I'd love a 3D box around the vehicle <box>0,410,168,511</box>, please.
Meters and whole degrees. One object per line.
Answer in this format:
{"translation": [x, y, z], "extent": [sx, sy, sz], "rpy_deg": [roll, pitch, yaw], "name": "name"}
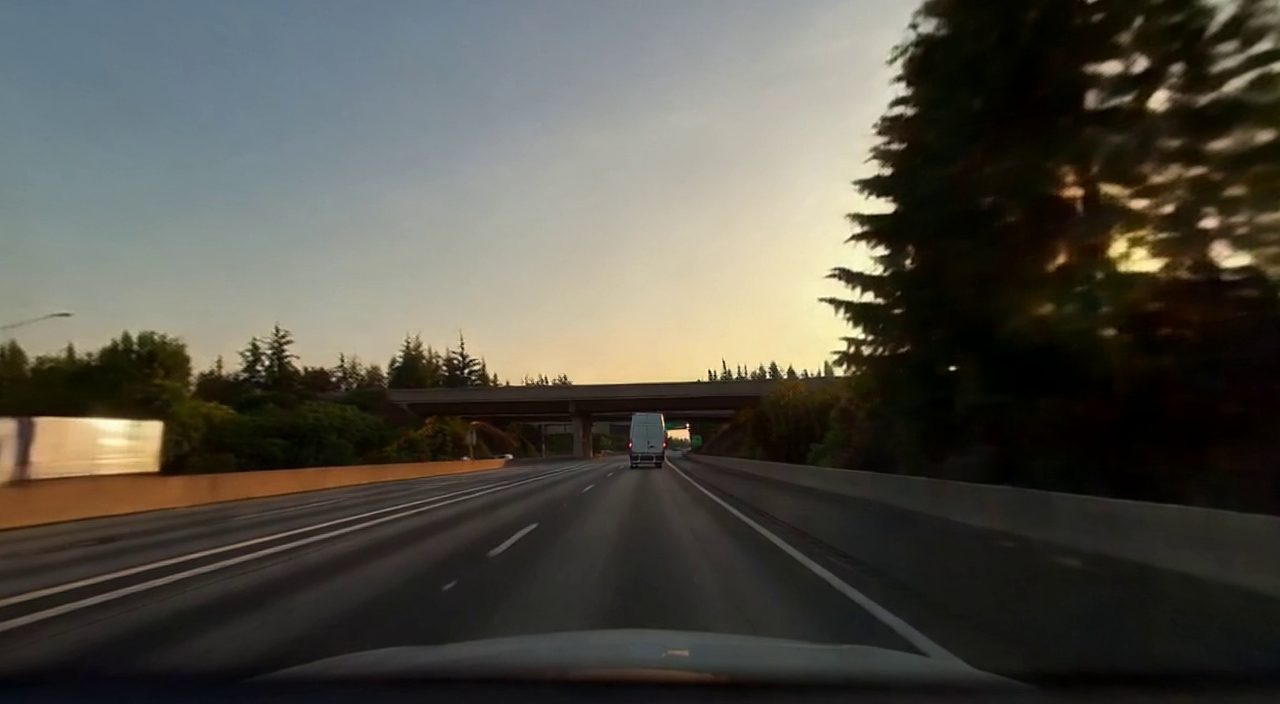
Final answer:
{"translation": [-24.665, 4.479, 26.265], "extent": [2.844, 3.634, 9.043], "rpy_deg": [0, -9, 1], "name": "vehicle"}
